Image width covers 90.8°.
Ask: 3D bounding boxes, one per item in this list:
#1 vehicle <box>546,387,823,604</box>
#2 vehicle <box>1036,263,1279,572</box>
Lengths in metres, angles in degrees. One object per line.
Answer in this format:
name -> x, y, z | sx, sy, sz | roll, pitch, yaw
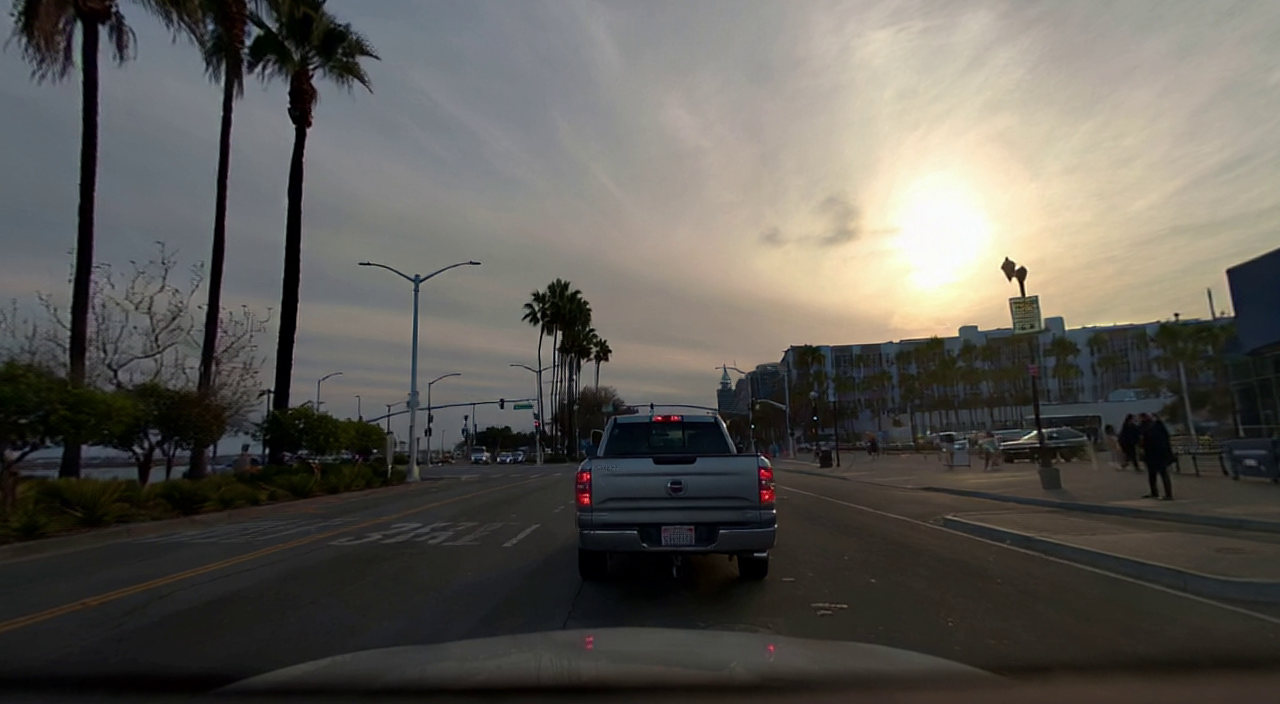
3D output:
vehicle -> 0.407, 1.595, 8.010 | 2.311, 1.819, 5.255 | 0, -8, 1
vehicle -> 7.871, 0.906, 8.580 | 2.666, 3.345, 3.622 | -1, -9, 7
